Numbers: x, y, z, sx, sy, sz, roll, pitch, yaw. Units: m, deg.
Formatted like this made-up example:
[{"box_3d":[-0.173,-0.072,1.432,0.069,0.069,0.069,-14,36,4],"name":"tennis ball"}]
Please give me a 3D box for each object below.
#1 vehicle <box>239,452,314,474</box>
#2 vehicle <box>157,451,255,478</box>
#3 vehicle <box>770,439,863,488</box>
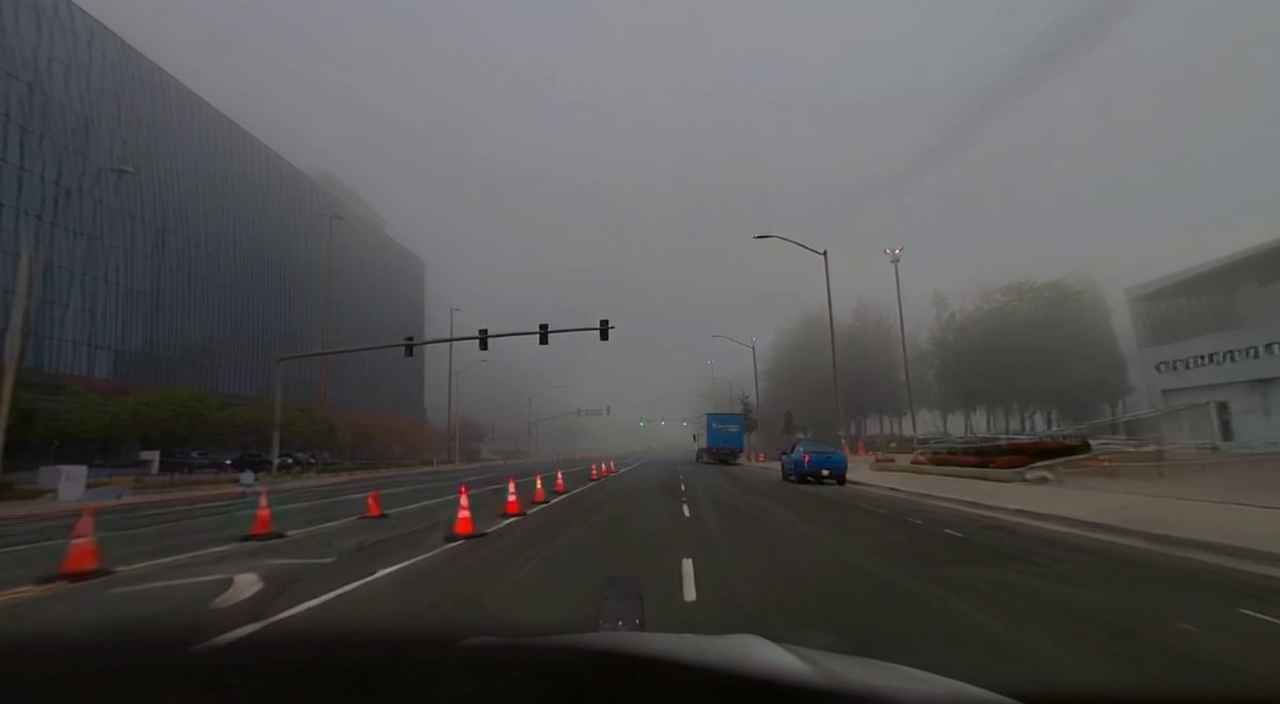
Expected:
[{"box_3d":[-24.296,7.420,42.291,3.905,1.345,1.737,0,-9,-1],"name":"vehicle"},{"box_3d":[-25.244,6.520,36.853,4.237,1.490,1.901,0,-9,-2],"name":"vehicle"},{"box_3d":[6.432,4.091,23.576,2.098,1.619,4.433,0,-9,-1],"name":"vehicle"}]
